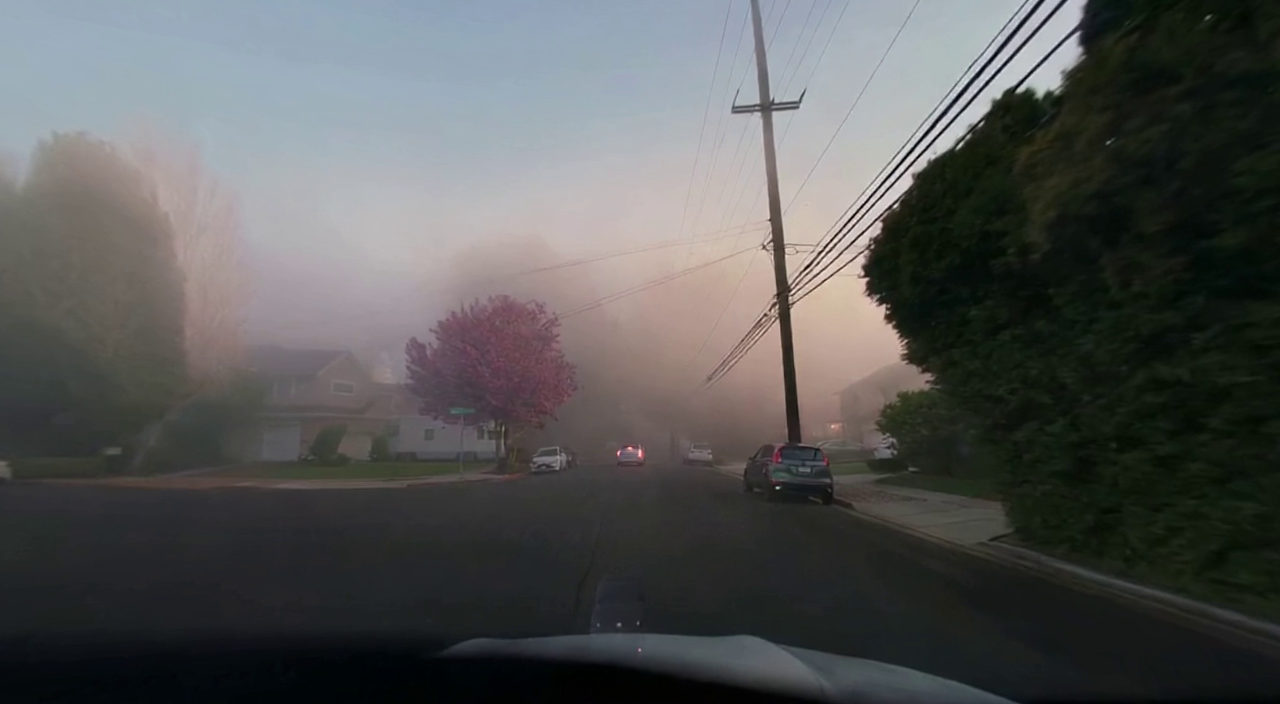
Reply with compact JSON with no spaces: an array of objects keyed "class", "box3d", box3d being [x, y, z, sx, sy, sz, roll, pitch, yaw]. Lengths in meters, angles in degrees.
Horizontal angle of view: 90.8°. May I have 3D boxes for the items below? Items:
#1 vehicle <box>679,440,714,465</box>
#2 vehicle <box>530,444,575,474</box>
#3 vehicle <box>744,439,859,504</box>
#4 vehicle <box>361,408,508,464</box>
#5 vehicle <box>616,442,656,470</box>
[{"class":"vehicle","box3d":[3.959,7.122,44.970,2.103,1.679,4.386,0,-8,0]},{"class":"vehicle","box3d":[-4.804,5.919,35.190,1.874,1.413,4.442,0,-7,0]},{"class":"vehicle","box3d":[4.206,3.168,17.207,2.058,1.535,4.323,0,-8,1]},{"class":"vehicle","box3d":[-12.954,5.399,40.409,8.239,3.354,2.902,0,-9,1]},{"class":"vehicle","box3d":[-0.137,5.779,35.448,2.075,1.449,4.526,0,-8,2]}]
